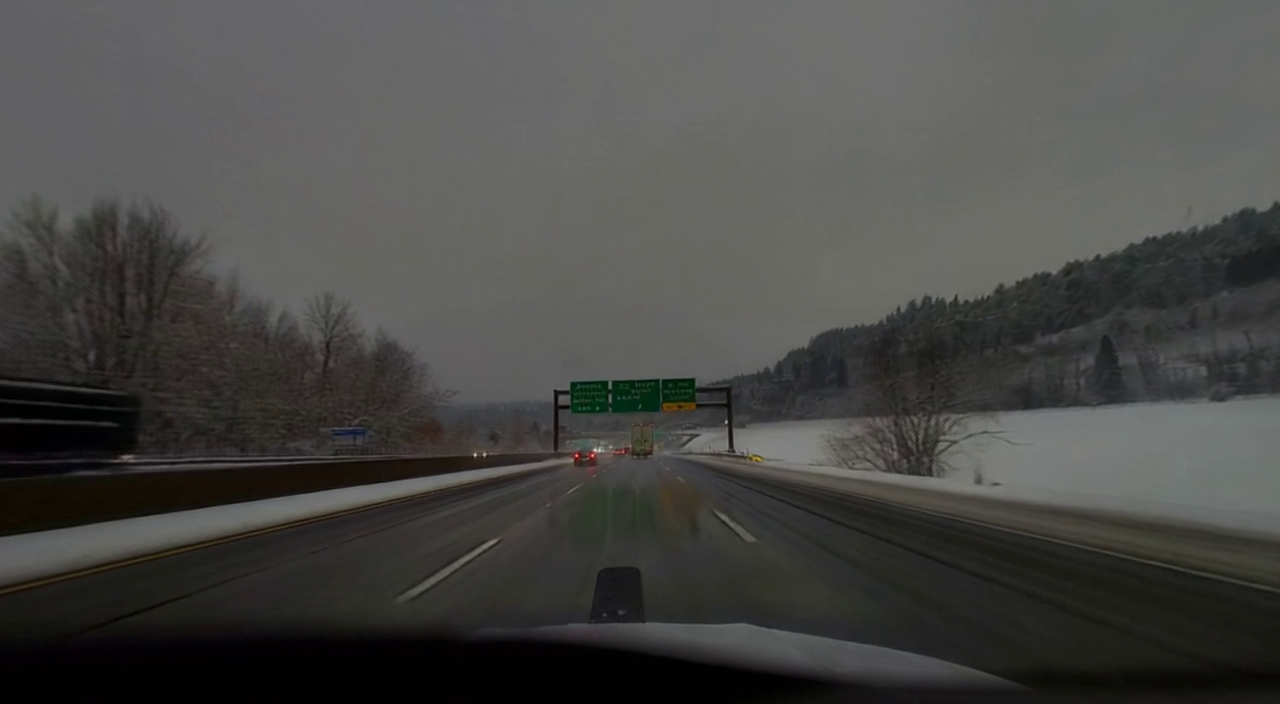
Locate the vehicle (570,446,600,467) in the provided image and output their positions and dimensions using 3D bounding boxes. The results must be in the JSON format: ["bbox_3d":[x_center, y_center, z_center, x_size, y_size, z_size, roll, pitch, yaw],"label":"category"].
[{"bbox_3d":[-4.069,7.819,47.167,1.886,1.465,4.119,0,-9,-1],"label":"vehicle"}]
